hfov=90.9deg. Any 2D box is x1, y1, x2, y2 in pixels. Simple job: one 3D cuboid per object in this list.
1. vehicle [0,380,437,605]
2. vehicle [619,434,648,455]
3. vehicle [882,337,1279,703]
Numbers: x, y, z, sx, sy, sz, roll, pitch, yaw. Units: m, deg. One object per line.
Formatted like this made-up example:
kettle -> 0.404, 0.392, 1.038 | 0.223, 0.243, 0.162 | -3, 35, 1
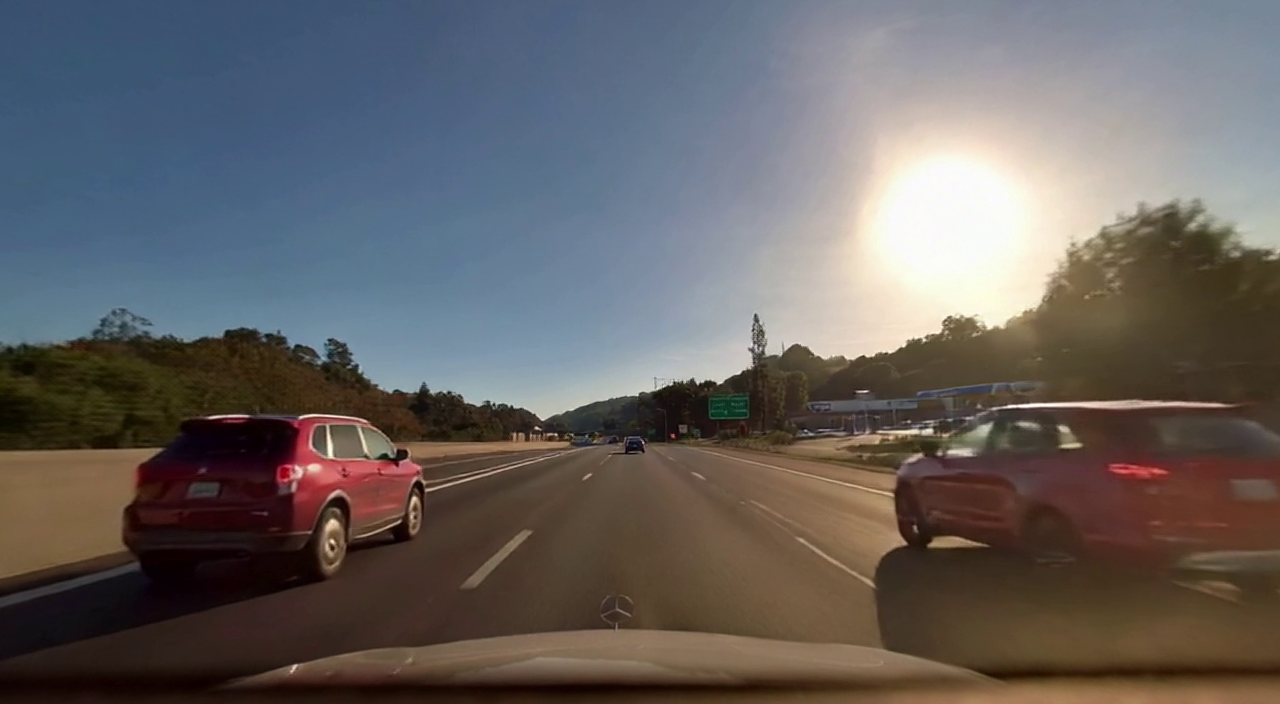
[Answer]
vehicle -> -4.078, 1.386, 7.216 | 2.061, 1.732, 4.457 | -1, -7, 0
vehicle -> -0.533, 7.235, 49.693 | 2.151, 1.550, 4.694 | 0, -8, -1
vehicle -> 3.794, 0.979, 4.137 | 2.496, 1.662, 4.602 | 0, -7, -1
